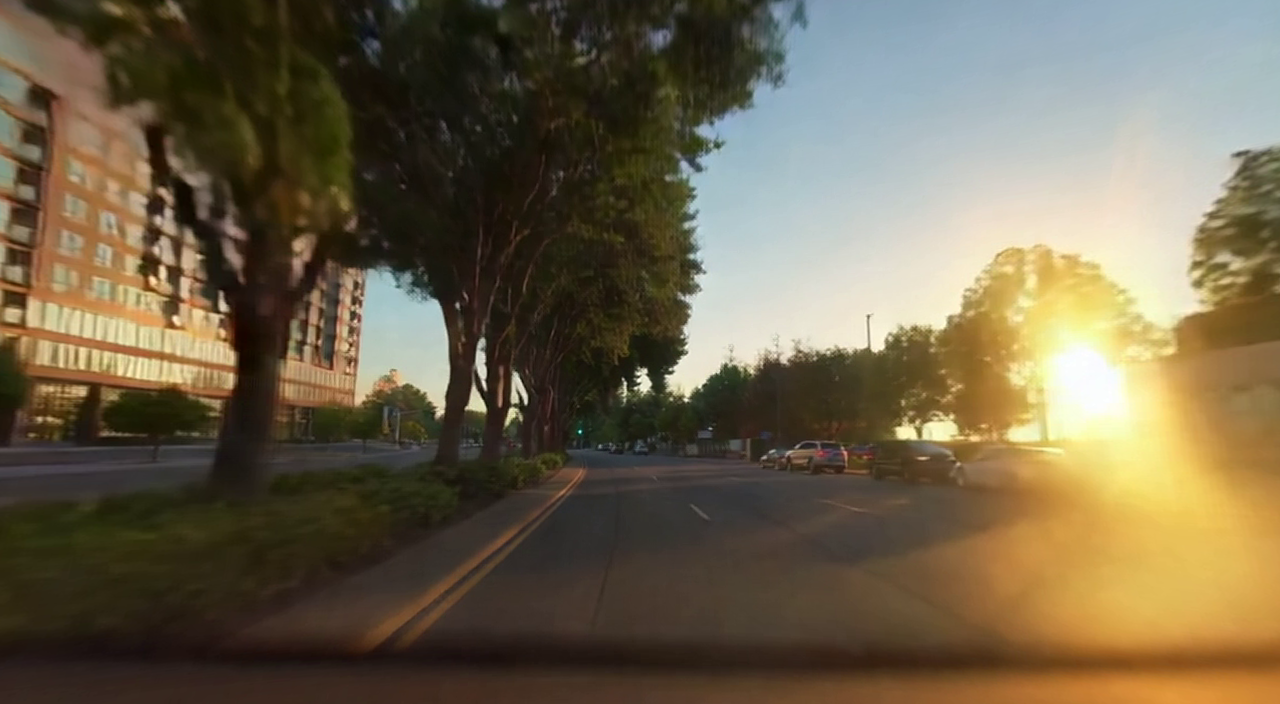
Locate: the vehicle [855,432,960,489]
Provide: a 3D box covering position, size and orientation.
[{"bbox_3d":[10.420,4.259,25.055,1.916,1.889,4.675,4,-9,-4],"label":"vehicle"}]

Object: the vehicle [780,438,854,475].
[{"bbox_3d":[9.464,5.634,34.240,2.211,1.831,5.275,1,-9,-3],"label":"vehicle"}]

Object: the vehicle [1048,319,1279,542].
[{"bbox_3d":[10.874,1.439,11.152,2.853,3.253,6.441,0,-9,-1],"label":"vehicle"}]

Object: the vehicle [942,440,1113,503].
[{"bbox_3d":[10.669,3.299,17.870,1.885,1.545,4.377,1,-9,-3],"label":"vehicle"}]
